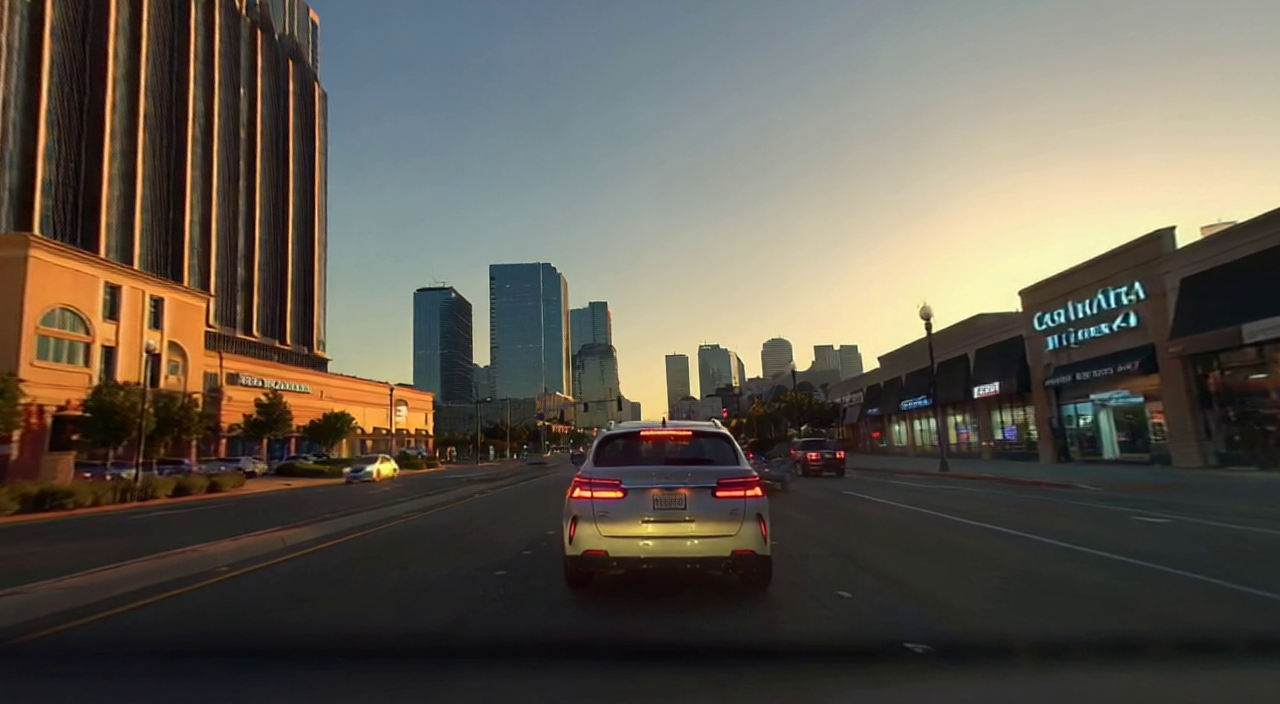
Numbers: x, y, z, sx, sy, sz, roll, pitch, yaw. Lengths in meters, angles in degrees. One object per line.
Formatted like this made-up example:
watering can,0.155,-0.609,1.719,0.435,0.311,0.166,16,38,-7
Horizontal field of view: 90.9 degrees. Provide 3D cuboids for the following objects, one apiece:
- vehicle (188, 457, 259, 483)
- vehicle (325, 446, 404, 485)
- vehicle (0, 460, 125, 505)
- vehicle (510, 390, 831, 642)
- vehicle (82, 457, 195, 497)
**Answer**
vehicle,-27.888,7.884,42.377,1.861,1.578,4.152,0,-8,1
vehicle,-13.062,5.376,30.222,1.965,1.695,4.284,0,-8,-2
vehicle,-23.983,5.201,25.291,4.608,1.659,1.981,2,-9,-16
vehicle,0.205,1.380,6.220,2.125,1.669,3.880,0,-8,0
vehicle,-25.865,6.412,32.803,2.026,1.808,4.835,0,-8,-2
